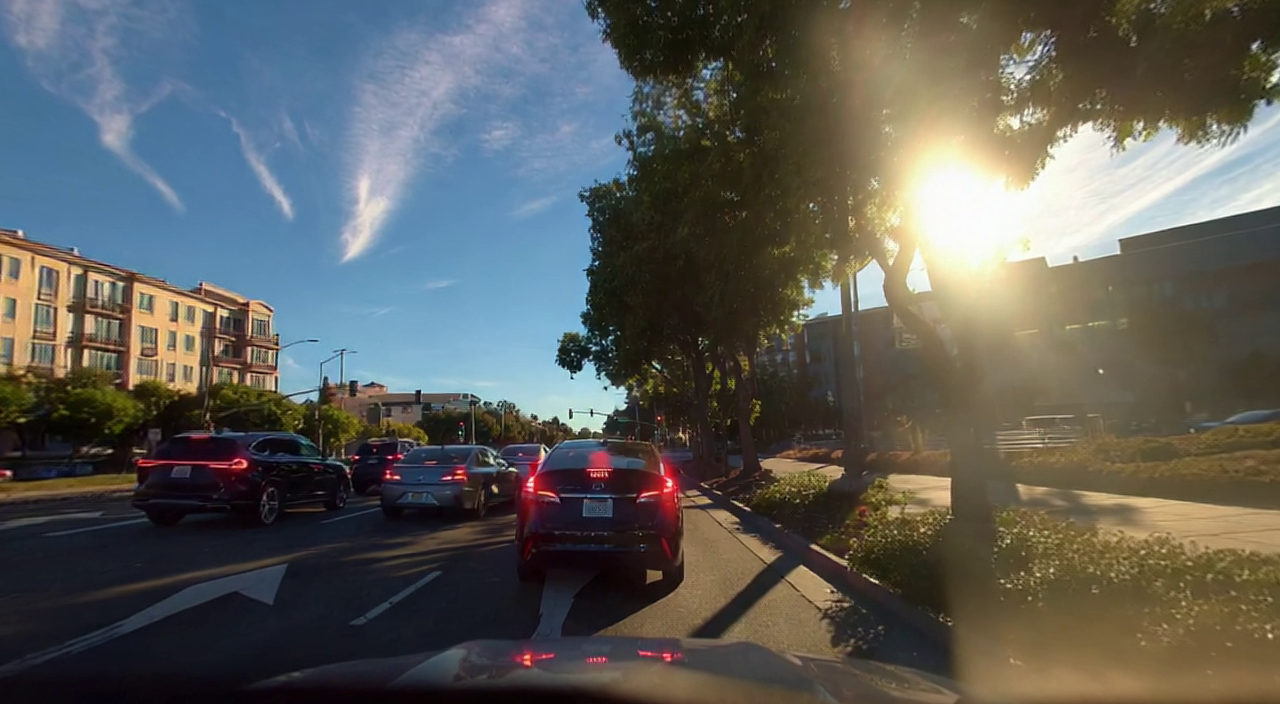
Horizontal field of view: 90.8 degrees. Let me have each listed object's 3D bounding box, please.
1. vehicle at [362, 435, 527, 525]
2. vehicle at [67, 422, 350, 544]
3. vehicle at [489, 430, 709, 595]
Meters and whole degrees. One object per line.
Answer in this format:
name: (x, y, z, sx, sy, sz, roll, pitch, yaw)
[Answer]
vehicle: (-3.786, 2.553, 13.210, 1.913, 1.521, 4.539, 0, -9, 1)
vehicle: (-7.355, 2.251, 11.496, 2.068, 1.784, 4.224, 0, -9, 1)
vehicle: (-0.392, 1.815, 8.002, 2.066, 1.544, 3.954, 0, -9, 0)
